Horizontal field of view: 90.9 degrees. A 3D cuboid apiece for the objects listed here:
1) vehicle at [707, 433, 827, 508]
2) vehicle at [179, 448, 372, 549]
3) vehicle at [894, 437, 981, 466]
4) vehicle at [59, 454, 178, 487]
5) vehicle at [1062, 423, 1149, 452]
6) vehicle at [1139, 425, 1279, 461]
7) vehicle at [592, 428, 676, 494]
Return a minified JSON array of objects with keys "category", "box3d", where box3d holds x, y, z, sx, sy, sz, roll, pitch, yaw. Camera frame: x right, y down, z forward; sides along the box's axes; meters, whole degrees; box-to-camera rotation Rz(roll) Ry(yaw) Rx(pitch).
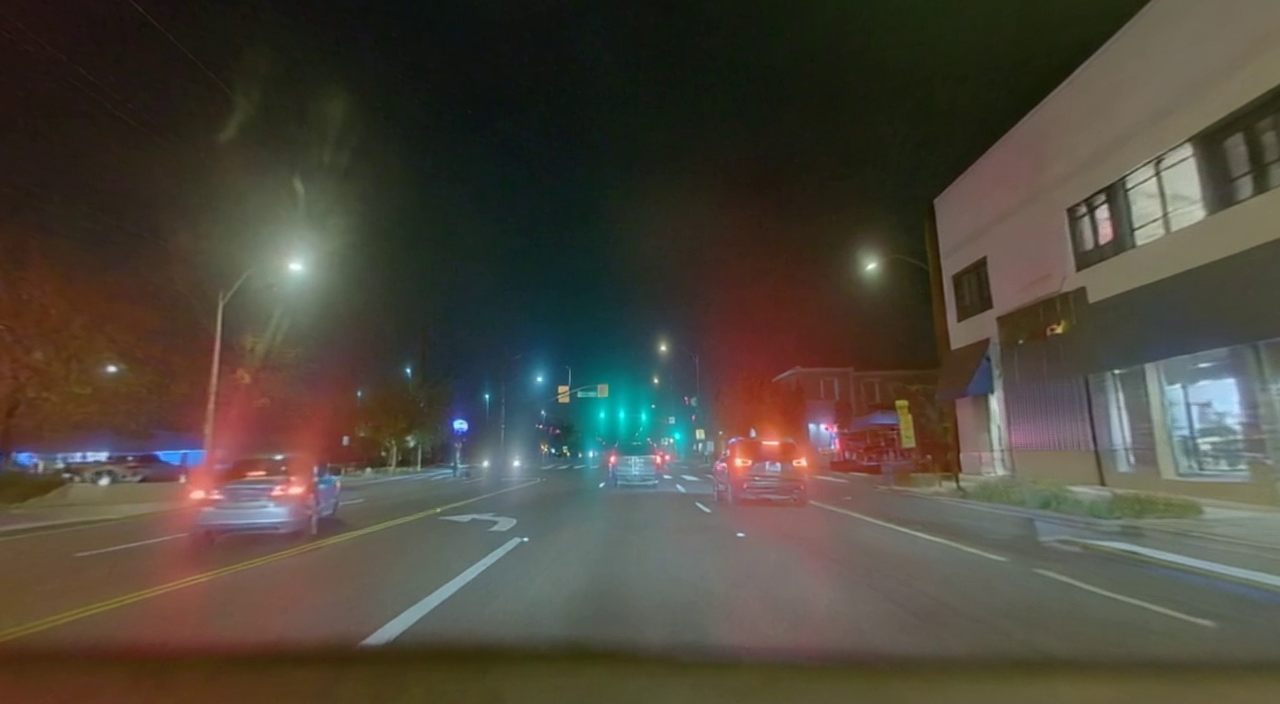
[{"category":"vehicle","box3d":[3.331,3.206,17.646,2.276,1.787,4.630,0,-8,-1]},{"category":"vehicle","box3d":[-7.261,2.689,12.376,4.456,1.570,1.975,-8,-11,43]},{"category":"vehicle","box3d":[16.486,5.502,34.978,3.880,1.538,1.862,1,-8,-8]},{"category":"vehicle","box3d":[-27.394,6.210,33.205,4.458,1.608,2.051,-1,-8,3]},{"category":"vehicle","box3d":[30.679,5.679,41.716,2.231,1.749,4.411,0,-8,-2]},{"category":"vehicle","box3d":[25.137,4.036,27.989,4.092,1.496,1.889,-3,-9,17]},{"category":"vehicle","box3d":[-0.199,3.805,22.439,2.638,2.065,5.313,0,-8,0]}]
